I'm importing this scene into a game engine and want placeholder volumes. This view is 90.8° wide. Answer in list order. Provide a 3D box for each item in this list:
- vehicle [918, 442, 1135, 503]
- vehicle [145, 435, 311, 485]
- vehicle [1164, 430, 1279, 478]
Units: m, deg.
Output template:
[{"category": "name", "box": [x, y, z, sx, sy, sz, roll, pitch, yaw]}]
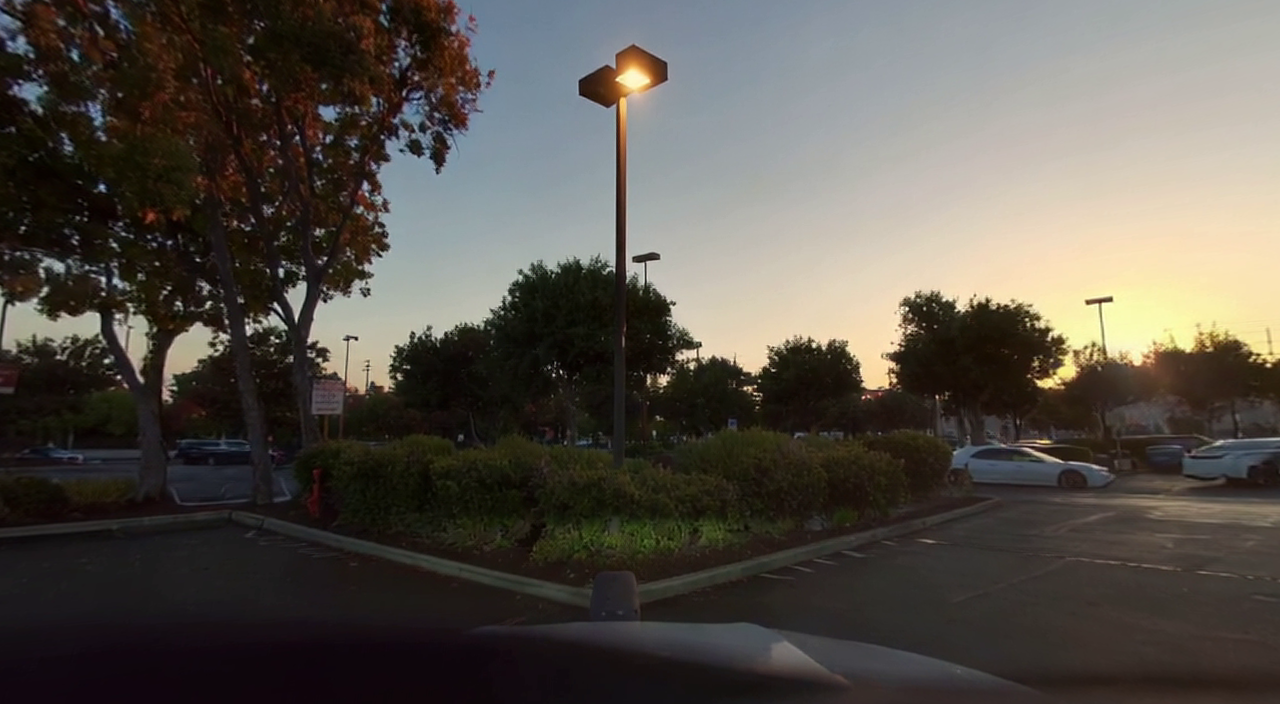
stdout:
[{"category": "vehicle", "box": [10.645, 3.286, 17.675, 4.772, 1.441, 1.976, -8, -12, 43]}, {"category": "vehicle", "box": [-15.248, 3.982, 23.598, 1.921, 1.632, 4.752, -8, -12, 42]}, {"category": "vehicle", "box": [23.365, 3.870, 24.094, 4.939, 1.664, 2.055, -10, -10, 42]}]
